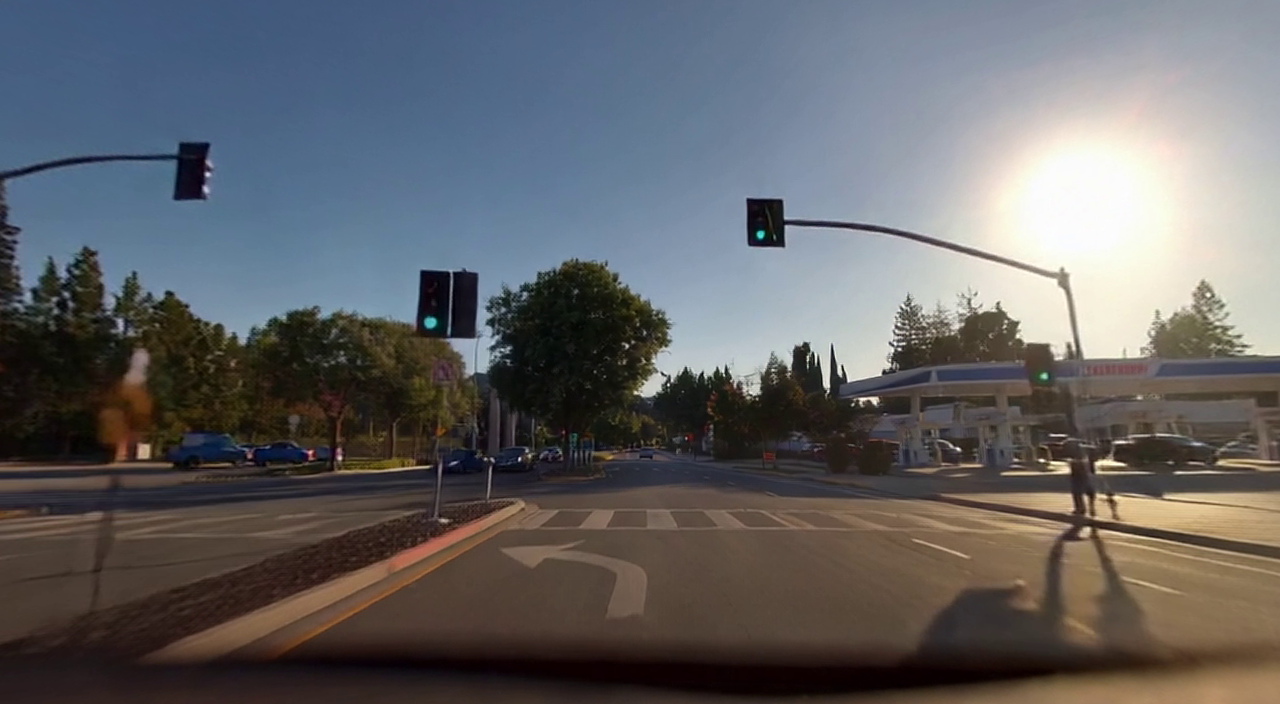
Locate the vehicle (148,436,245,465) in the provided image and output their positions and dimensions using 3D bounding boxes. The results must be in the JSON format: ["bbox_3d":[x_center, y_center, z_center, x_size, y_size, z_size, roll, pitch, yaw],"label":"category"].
[{"bbox_3d":[-28.841,6.418,41.142,4.938,1.778,1.954,6,-11,-37],"label":"vehicle"}]

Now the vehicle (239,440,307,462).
[{"bbox_3d":[-28.632,7.737,49.432,4.390,1.665,1.934,4,-10,-27],"label":"vehicle"}]

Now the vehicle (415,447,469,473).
[{"bbox_3d":[-11.796,6.449,38.020,1.909,1.469,4.370,0,-9,-1],"label":"vehicle"}]

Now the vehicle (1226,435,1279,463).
[{"bbox_3d":[32.542,5.157,33.625,1.771,1.422,3.931,-8,-11,41],"label":"vehicle"}]

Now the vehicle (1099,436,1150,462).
[{"bbox_3d":[28.880,5.766,37.607,1.815,1.480,4.406,-8,-12,43],"label":"vehicle"}]

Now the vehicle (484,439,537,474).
[{"bbox_3d":[-6.866,5.586,33.961,1.987,1.747,4.545,0,-9,-2],"label":"vehicle"}]

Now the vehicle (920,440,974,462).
[{"bbox_3d":[21.799,7.002,44.775,4.557,1.434,1.916,8,-12,-44],"label":"vehicle"}]

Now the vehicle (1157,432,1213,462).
[{"bbox_3d":[30.672,5.366,35.515,2.103,1.561,4.355,-8,-11,41],"label":"vehicle"}]
